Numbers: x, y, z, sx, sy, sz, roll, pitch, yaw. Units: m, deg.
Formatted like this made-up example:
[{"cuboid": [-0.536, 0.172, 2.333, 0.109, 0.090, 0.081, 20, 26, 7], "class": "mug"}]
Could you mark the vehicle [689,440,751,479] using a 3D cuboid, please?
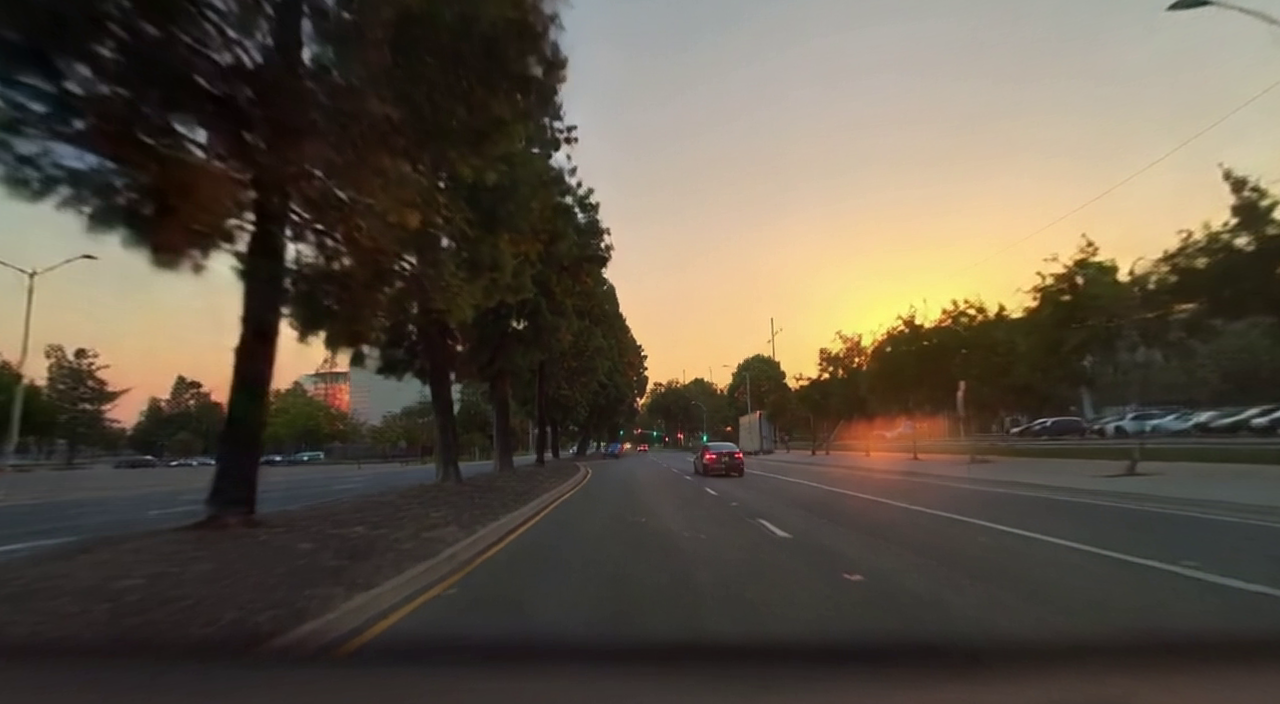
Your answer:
[{"cuboid": [3.317, 4.543, 27.021, 1.948, 1.479, 4.620, 0, -9, -2], "class": "vehicle"}]
